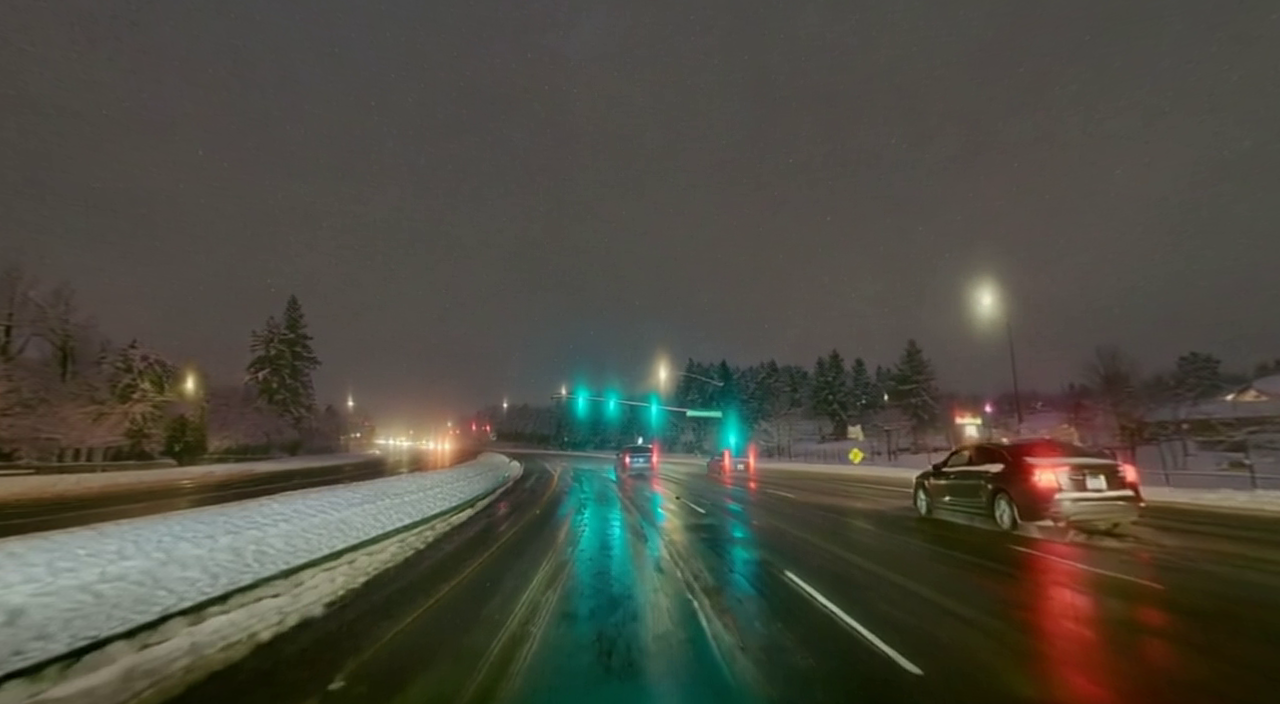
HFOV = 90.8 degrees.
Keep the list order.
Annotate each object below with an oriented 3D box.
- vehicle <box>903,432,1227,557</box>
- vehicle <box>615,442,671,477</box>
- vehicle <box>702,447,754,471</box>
[{"bbox_3d":[6.068,2.044,9.865,1.882,1.476,4.344,0,-8,-3],"label":"vehicle"},{"bbox_3d":[0.062,5.562,32.966,2.122,1.646,4.525,1,-9,-10],"label":"vehicle"},{"bbox_3d":[5.712,7.011,41.685,1.940,1.460,4.652,1,-9,-11],"label":"vehicle"}]
